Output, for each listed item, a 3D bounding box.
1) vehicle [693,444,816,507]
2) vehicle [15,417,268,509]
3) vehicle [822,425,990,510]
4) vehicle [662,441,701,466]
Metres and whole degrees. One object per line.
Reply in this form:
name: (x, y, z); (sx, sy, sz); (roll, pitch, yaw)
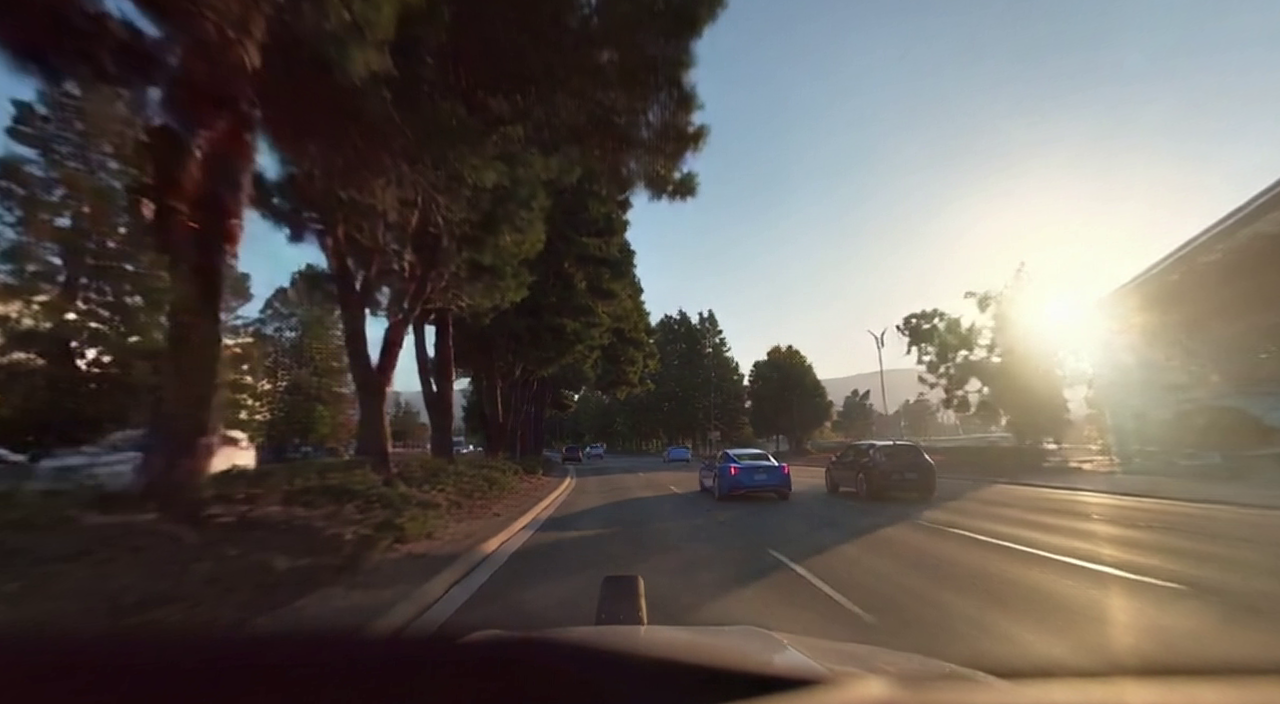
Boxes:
vehicle: (2.679, 3.022, 15.949); (1.990, 1.347, 4.388); (1, -9, -4)
vehicle: (-11.179, 2.534, 14.811); (2.202, 1.770, 4.742); (0, -9, -3)
vehicle: (6.150, 2.721, 15.319); (1.987, 1.730, 4.373); (0, -9, -3)
vehicle: (2.908, 7.220, 44.997); (1.931, 1.685, 4.054); (1, -9, -9)
